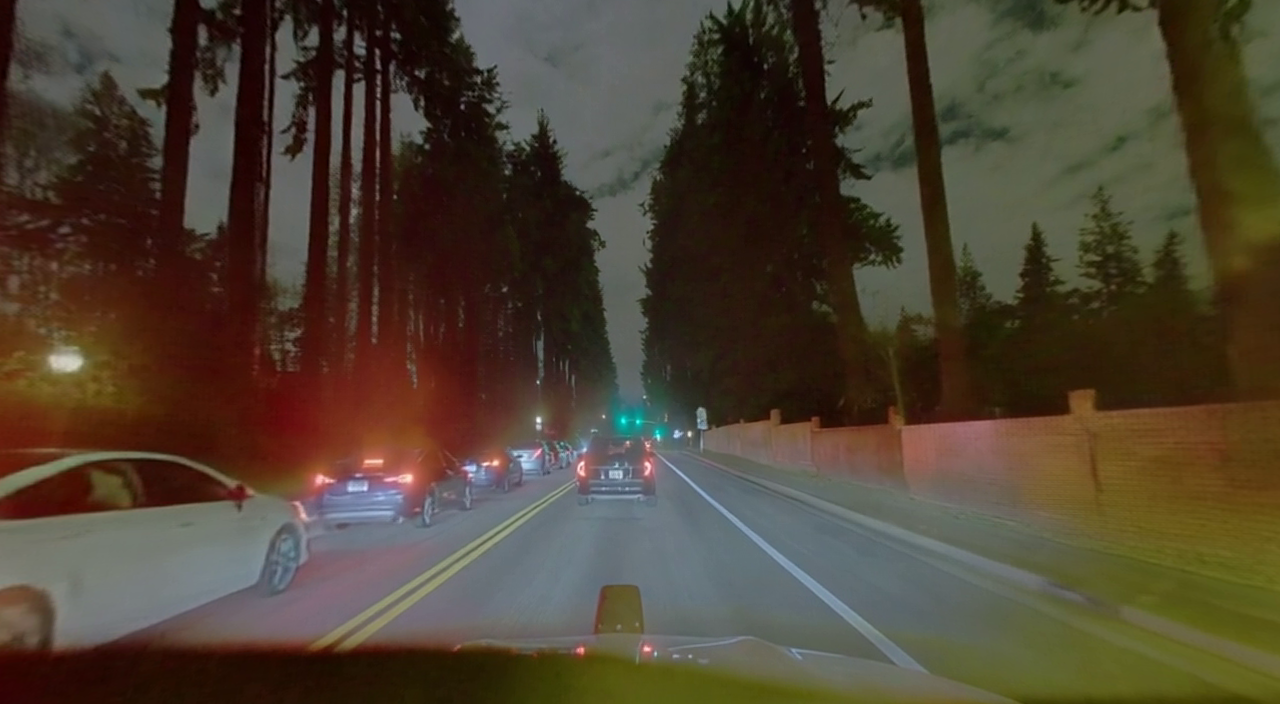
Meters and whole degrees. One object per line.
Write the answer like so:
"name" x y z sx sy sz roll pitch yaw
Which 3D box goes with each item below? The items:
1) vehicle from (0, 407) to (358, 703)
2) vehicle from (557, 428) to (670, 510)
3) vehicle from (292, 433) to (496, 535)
"vehicle" -3.942 1.166 4.126 1.968 1.459 4.734 0 -8 1
"vehicle" -0.529 2.489 13.943 2.127 1.517 4.090 0 -8 -1
"vehicle" -3.903 2.138 10.895 1.784 1.408 4.141 0 -8 1
